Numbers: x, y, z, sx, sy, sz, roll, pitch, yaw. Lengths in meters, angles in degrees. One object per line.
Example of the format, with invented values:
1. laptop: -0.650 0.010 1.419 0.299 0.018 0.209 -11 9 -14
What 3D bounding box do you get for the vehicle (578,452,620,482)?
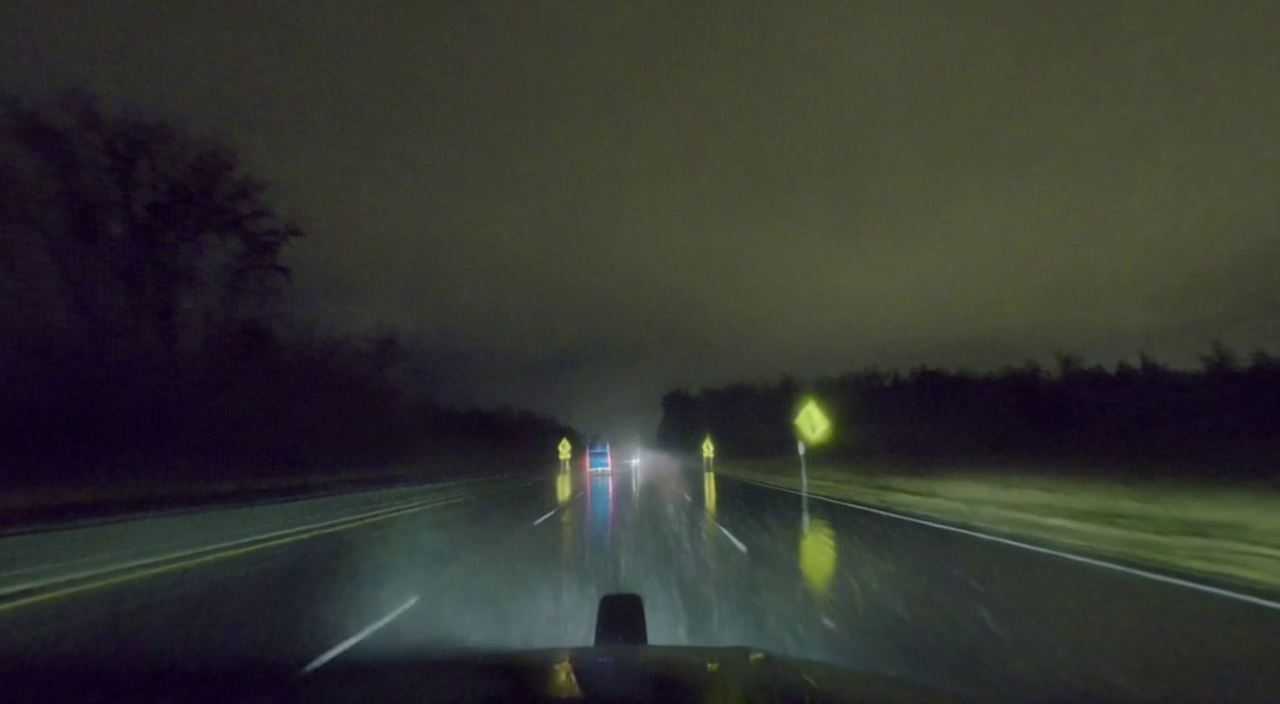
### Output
1. vehicle: -2.363 6.811 37.562 2.053 1.647 4.252 -1 -9 2
